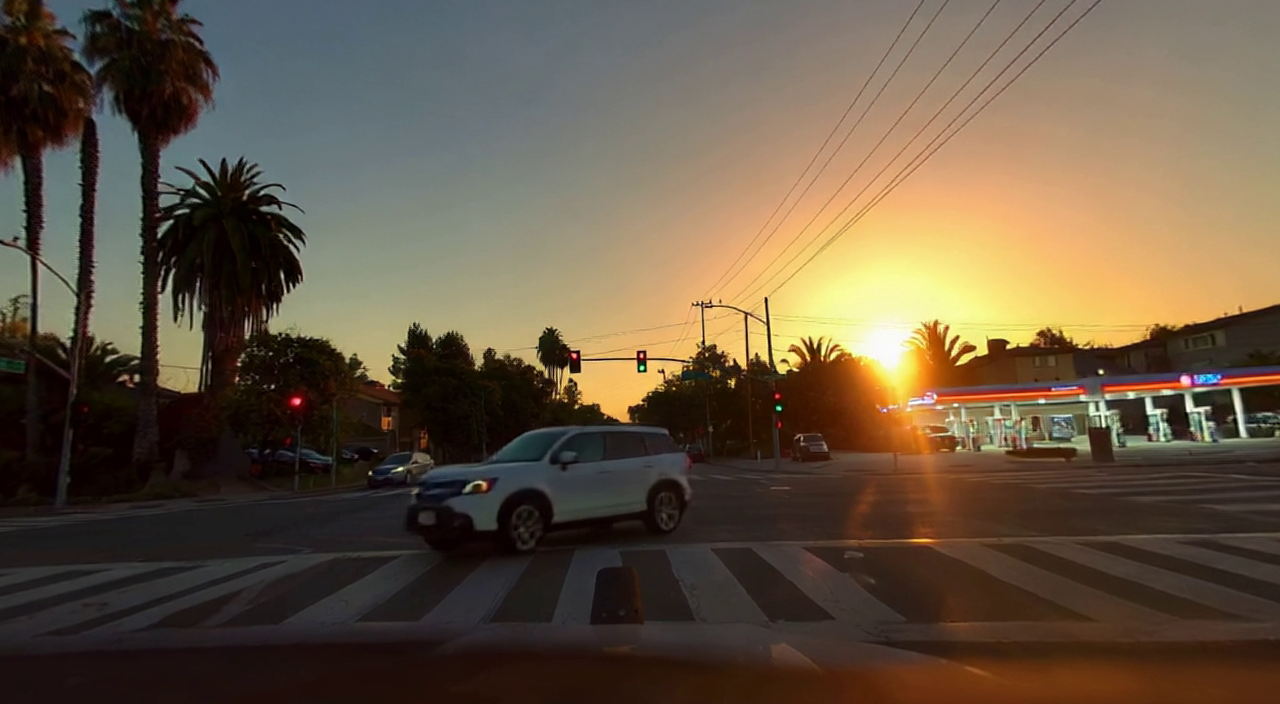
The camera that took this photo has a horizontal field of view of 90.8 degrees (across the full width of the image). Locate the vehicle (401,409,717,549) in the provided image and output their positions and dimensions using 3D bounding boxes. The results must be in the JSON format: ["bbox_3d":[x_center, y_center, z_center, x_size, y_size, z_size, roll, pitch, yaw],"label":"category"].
[{"bbox_3d":[-1.119,2.023,10.784,5.086,1.817,1.952,7,-12,-42],"label":"vehicle"}]

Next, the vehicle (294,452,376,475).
[{"bbox_3d":[-20.944,7.681,43.514,4.672,1.469,1.816,-1,-9,-2],"label":"vehicle"}]

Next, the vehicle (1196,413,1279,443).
[{"bbox_3d":[38.302,4.791,39.971,4.488,1.447,1.765,-5,-8,-1],"label":"vehicle"}]
